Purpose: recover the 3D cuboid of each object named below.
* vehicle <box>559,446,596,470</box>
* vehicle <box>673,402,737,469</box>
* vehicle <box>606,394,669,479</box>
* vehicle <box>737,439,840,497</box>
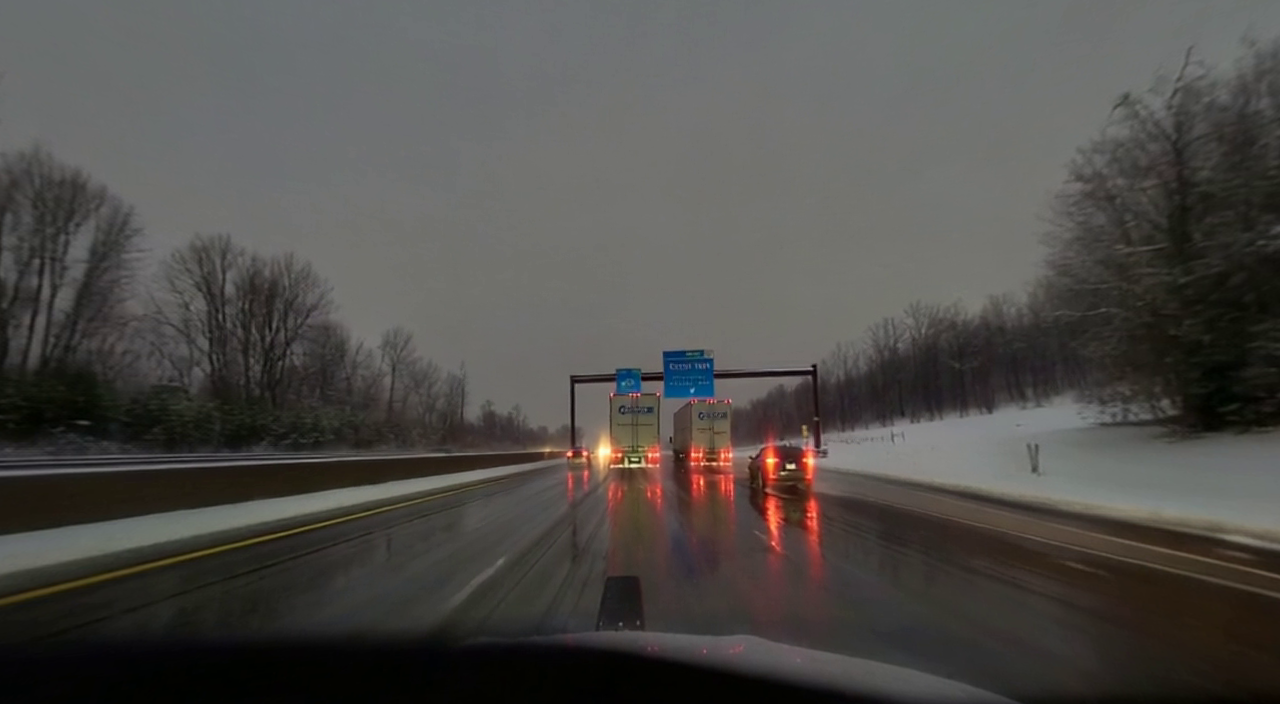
[{"bbox_3d":[-4.109,7.099,42.418,2.067,1.452,4.085,0,-9,0],"label":"vehicle"},{"bbox_3d":[4.427,6.313,46.680,3.044,4.128,14.482,0,-9,-1],"label":"vehicle"},{"bbox_3d":[-0.185,4.540,33.447,2.864,3.805,9.709,0,-9,-1],"label":"vehicle"},{"bbox_3d":[4.411,3.529,19.631,2.086,1.530,4.808,0,-9,1],"label":"vehicle"}]
